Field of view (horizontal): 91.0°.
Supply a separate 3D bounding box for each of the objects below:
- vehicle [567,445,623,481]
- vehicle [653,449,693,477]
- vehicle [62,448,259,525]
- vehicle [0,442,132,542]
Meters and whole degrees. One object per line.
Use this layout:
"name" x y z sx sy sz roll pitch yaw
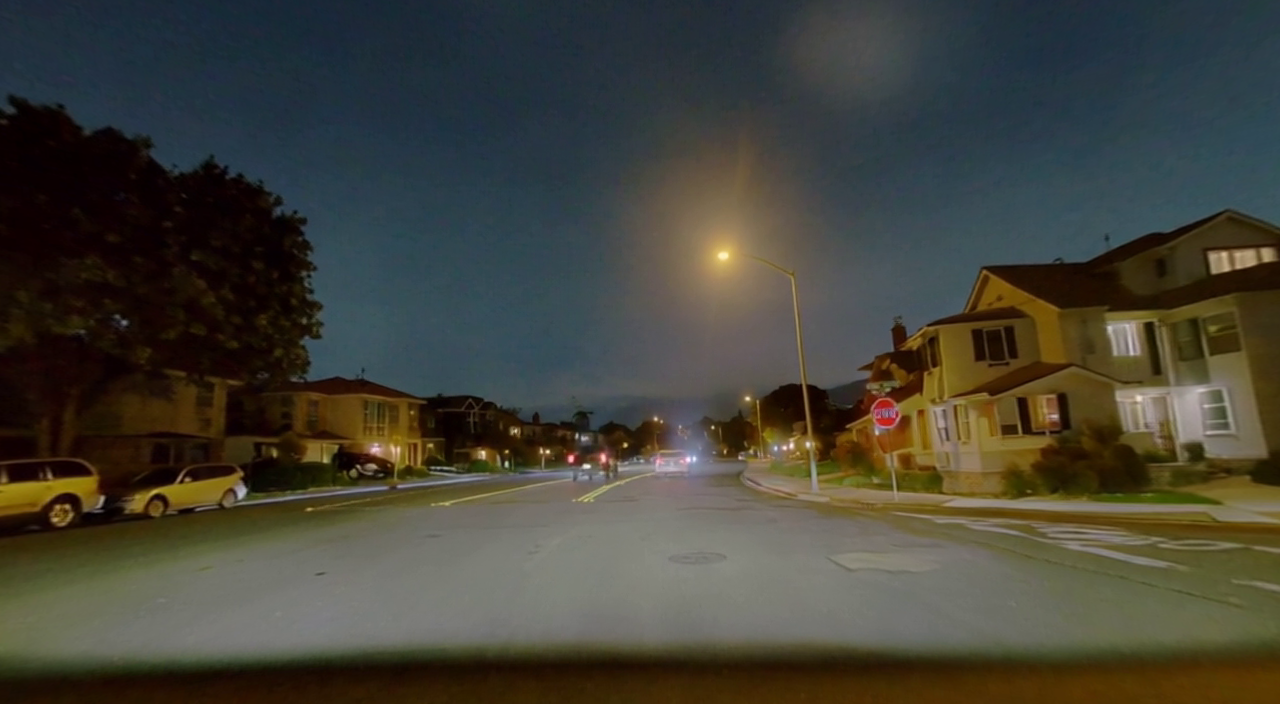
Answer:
"vehicle" -2.253 5.754 32.947 2.178 1.695 4.339 -1 -9 6
"vehicle" 1.986 6.331 36.250 1.955 1.459 4.383 -1 -9 7
"vehicle" -13.798 3.890 18.615 2.076 1.864 4.730 -3 -10 1
"vehicle" -14.124 2.965 13.064 2.191 1.980 5.888 -4 -8 1
